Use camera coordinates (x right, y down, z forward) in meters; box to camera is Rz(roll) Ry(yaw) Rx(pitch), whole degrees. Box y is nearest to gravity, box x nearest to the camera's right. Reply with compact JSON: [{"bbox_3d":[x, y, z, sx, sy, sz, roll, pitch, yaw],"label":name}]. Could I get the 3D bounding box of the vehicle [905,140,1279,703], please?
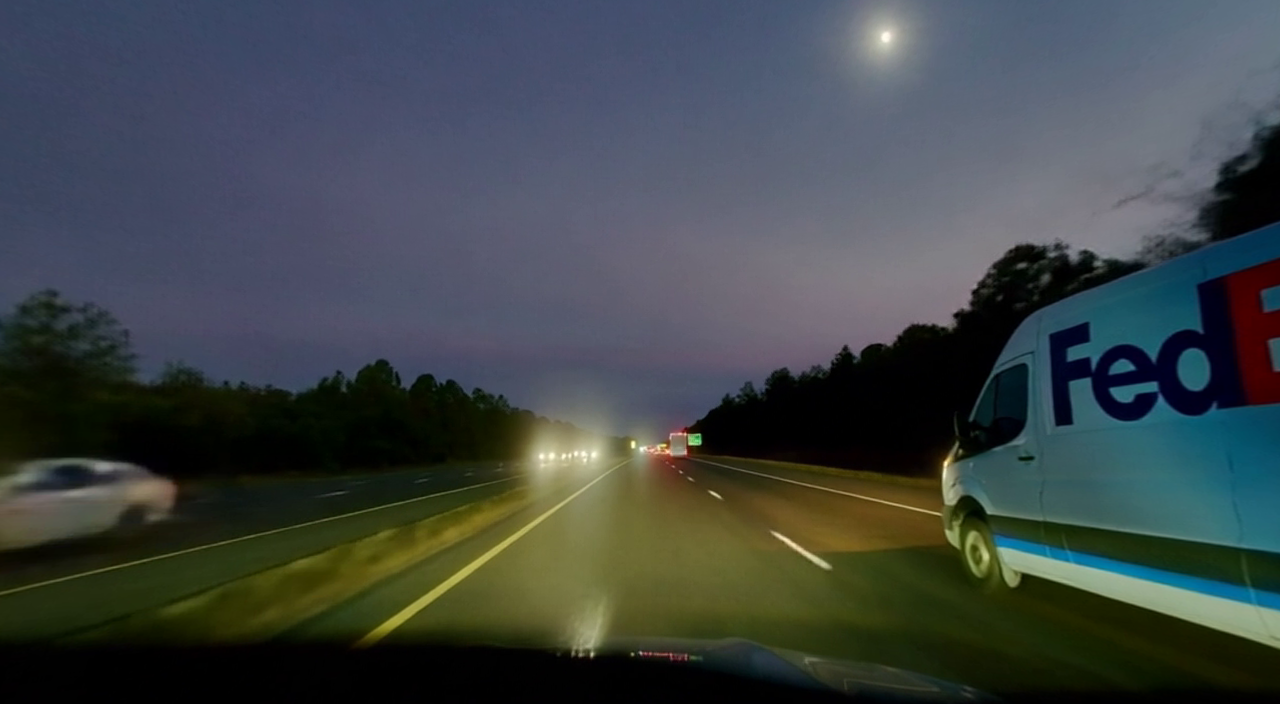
[{"bbox_3d":[3.906,0.478,3.033,2.522,2.556,6.180,0,-9,0],"label":"vehicle"}]
